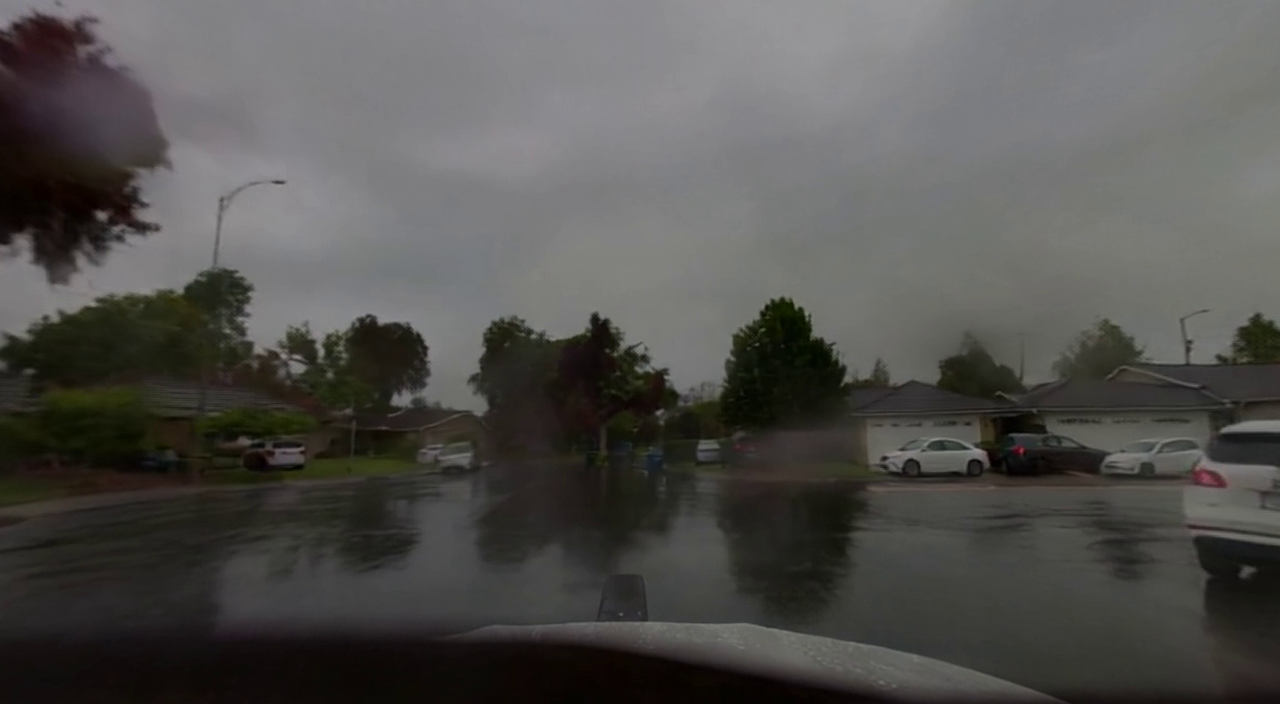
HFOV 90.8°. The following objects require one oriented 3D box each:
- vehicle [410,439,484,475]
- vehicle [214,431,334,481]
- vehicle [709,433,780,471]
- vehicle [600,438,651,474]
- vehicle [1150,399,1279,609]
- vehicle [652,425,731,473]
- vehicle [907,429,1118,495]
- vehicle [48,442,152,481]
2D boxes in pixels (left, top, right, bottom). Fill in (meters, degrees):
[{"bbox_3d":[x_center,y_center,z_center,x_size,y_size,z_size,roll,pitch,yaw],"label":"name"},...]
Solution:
[{"bbox_3d":[-9.050,4.857,29.373,1.932,1.518,4.343,6,-11,-35],"label":"vehicle"},{"bbox_3d":[-15.109,4.246,25.998,5.096,1.824,2.305,-6,-11,36],"label":"vehicle"},{"bbox_3d":[4.947,4.856,30.685,2.160,1.695,4.183,1,-9,-9],"label":"vehicle"},{"bbox_3d":[-0.733,4.762,29.194,1.833,1.540,3.532,1,-9,-9],"label":"vehicle"},{"bbox_3d":[7.663,1.478,6.638,4.863,1.784,2.109,6,-10,-34],"label":"vehicle"},{"bbox_3d":[2.257,4.546,29.463,2.455,2.018,5.271,2,-9,-9],"label":"vehicle"},{"bbox_3d":[10.998,3.291,19.148,5.082,1.789,1.947,-3,-9,17],"label":"vehicle"},{"bbox_3d":[-22.456,4.502,26.242,4.013,1.428,2.046,-5,-8,31],"label":"vehicle"}]
